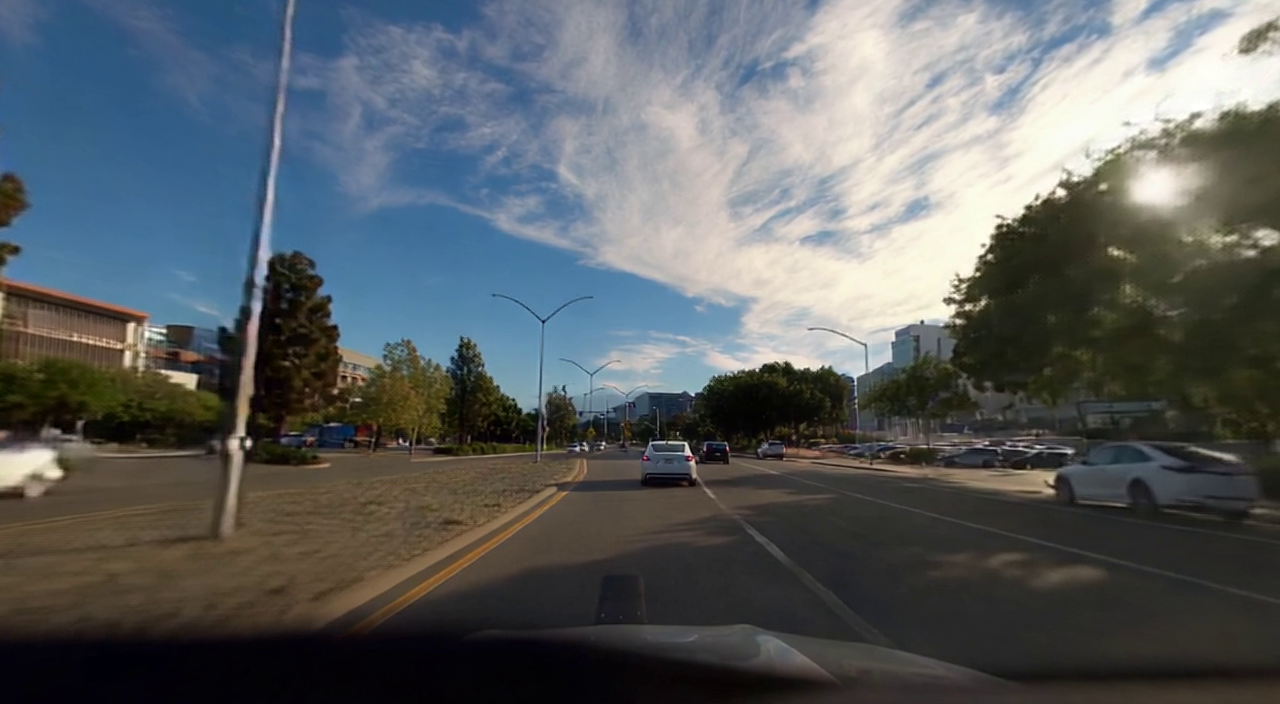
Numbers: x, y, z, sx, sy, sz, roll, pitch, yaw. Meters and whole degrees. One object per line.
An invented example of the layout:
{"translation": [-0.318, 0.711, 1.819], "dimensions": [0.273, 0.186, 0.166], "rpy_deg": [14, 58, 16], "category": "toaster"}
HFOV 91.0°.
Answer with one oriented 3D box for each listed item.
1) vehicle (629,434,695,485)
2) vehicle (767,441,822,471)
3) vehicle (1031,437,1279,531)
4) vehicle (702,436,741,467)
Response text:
{"translation": [0.739, 3.801, 22.564], "dimensions": [2.145, 1.603, 4.369], "rpy_deg": [0, -8, 1], "category": "vehicle"}
{"translation": [8.187, 5.529, 33.755], "dimensions": [1.928, 1.488, 4.361], "rpy_deg": [0, -8, 1], "category": "vehicle"}
{"translation": [11.423, 2.819, 14.202], "dimensions": [2.106, 1.719, 4.830], "rpy_deg": [0, -8, 0], "category": "vehicle"}
{"translation": [5.052, 6.225, 39.575], "dimensions": [1.976, 1.796, 4.159], "rpy_deg": [0, -8, 2], "category": "vehicle"}
